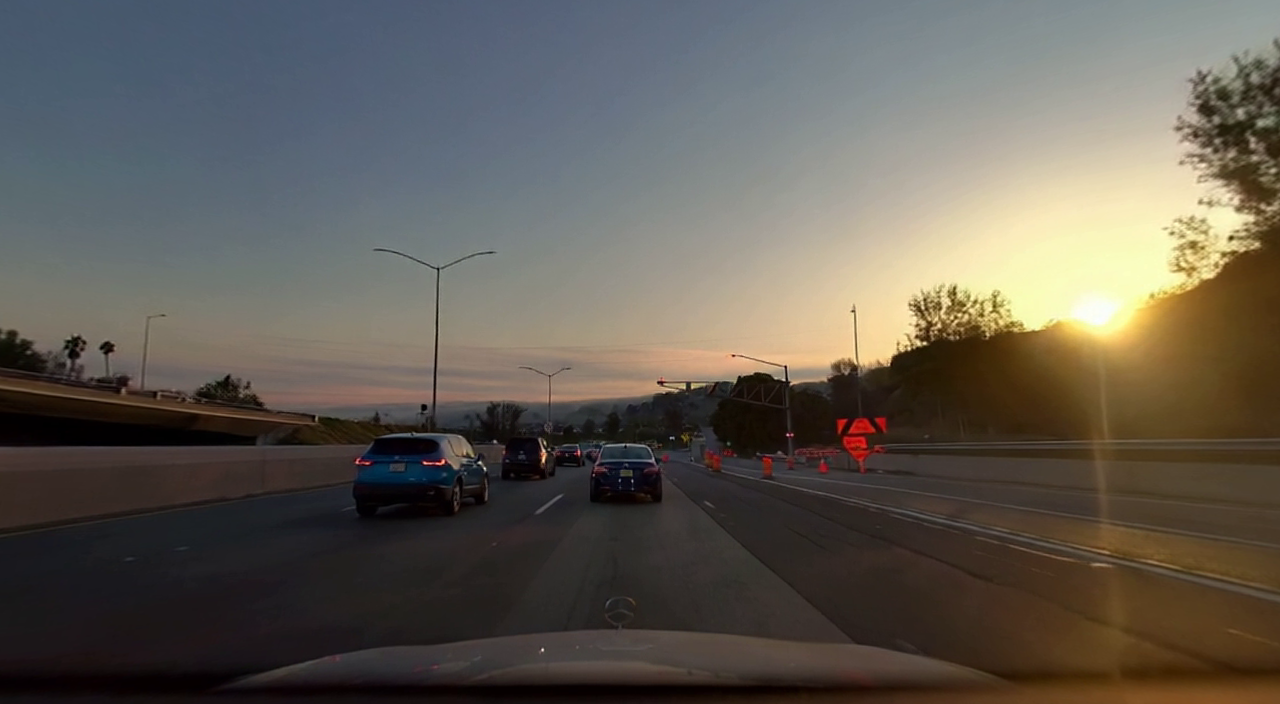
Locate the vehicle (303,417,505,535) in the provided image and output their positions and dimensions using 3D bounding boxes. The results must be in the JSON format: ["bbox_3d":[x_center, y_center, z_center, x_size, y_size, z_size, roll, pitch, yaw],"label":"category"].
[{"bbox_3d":[-3.892,2.120,11.345,2.025,1.708,4.089,0,-9,0],"label":"vehicle"}]

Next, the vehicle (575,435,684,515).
[{"bbox_3d":[-0.256,2.631,14.013,2.069,1.484,3.982,0,-9,-2],"label":"vehicle"}]

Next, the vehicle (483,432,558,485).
[{"bbox_3d":[-4.209,3.809,22.855,1.982,1.727,4.057,0,-9,-1],"label":"vehicle"}]
